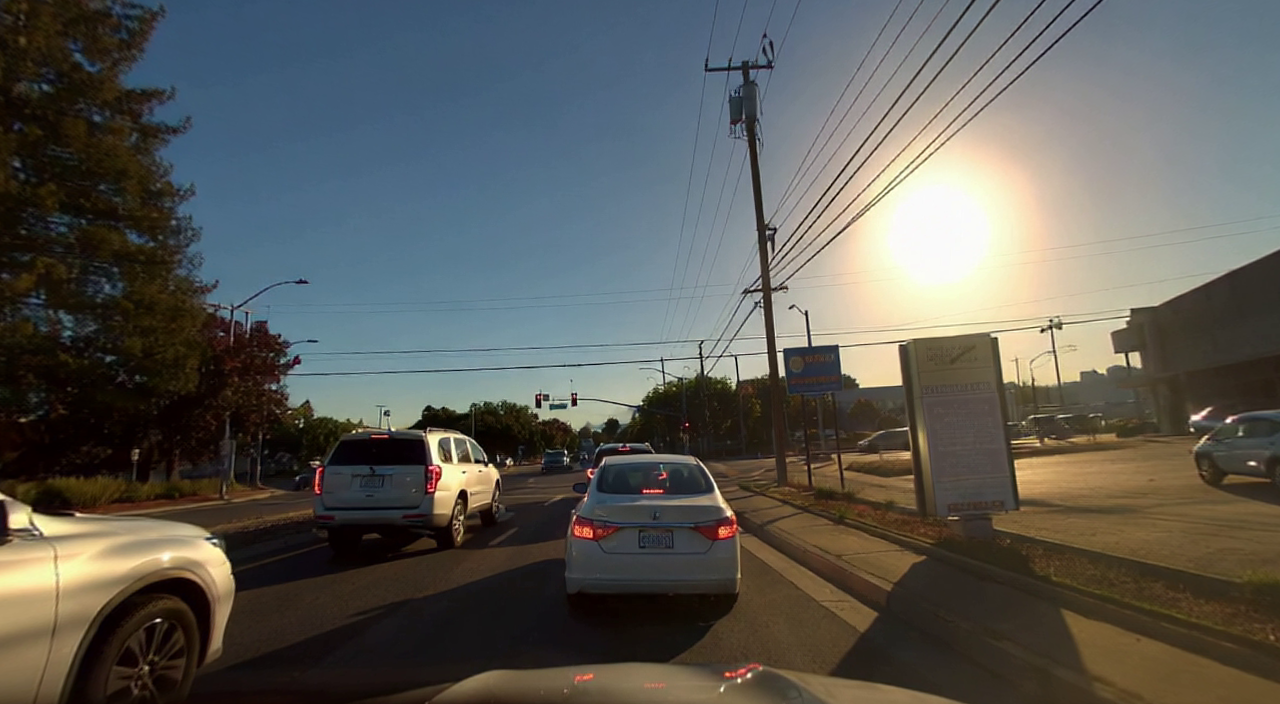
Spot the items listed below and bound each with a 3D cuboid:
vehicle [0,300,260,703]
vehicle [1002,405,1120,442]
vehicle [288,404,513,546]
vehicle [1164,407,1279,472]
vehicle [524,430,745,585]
[{"bbox_3d":[-3.587,0.636,1.530,2.085,1.943,5.053,0,-8,1],"label":"vehicle"},{"bbox_3d":[26.852,4.634,40.509,5.782,2.286,2.223,-1,-9,4],"label":"vehicle"},{"bbox_3d":[-3.848,2.086,11.372,2.147,1.963,4.927,0,-8,-1],"label":"vehicle"},{"bbox_3d":[17.014,2.548,18.279,1.858,1.622,4.491,-5,-10,28],"label":"vehicle"},{"bbox_3d":[-0.099,1.801,8.143,2.121,1.474,3.968,0,-8,-1],"label":"vehicle"}]
